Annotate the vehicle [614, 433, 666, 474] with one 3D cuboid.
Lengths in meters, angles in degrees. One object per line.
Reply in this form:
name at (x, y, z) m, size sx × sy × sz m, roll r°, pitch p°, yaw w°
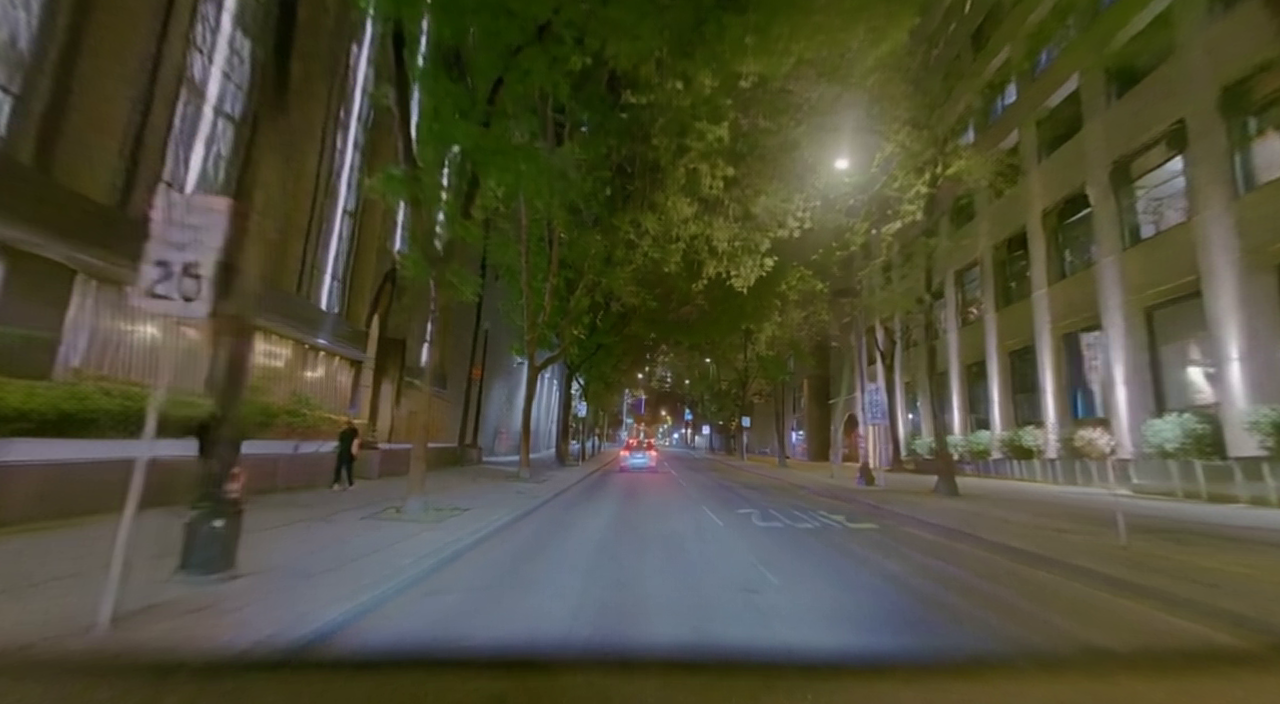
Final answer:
vehicle at (-0.032, 4.348, 27.197) m, size 2.079 × 1.621 × 3.861 m, roll 0°, pitch -8°, yaw -1°
